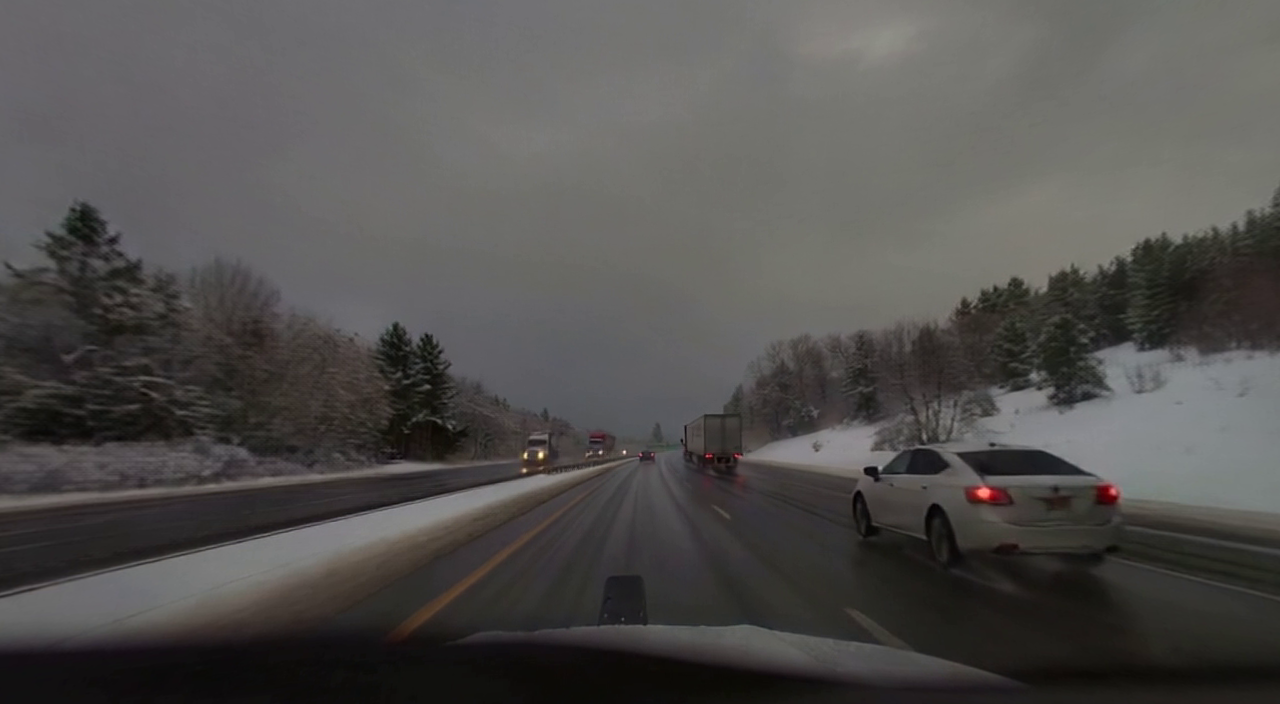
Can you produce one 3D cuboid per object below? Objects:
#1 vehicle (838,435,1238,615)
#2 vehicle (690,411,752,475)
[{"bbox_3d":[3.897,1.727,7.214,1.893,1.442,4.039,0,-9,0],"label":"vehicle"},{"bbox_3d":[4.986,5.983,41.145,2.866,3.558,11.674,0,-9,2],"label":"vehicle"}]
